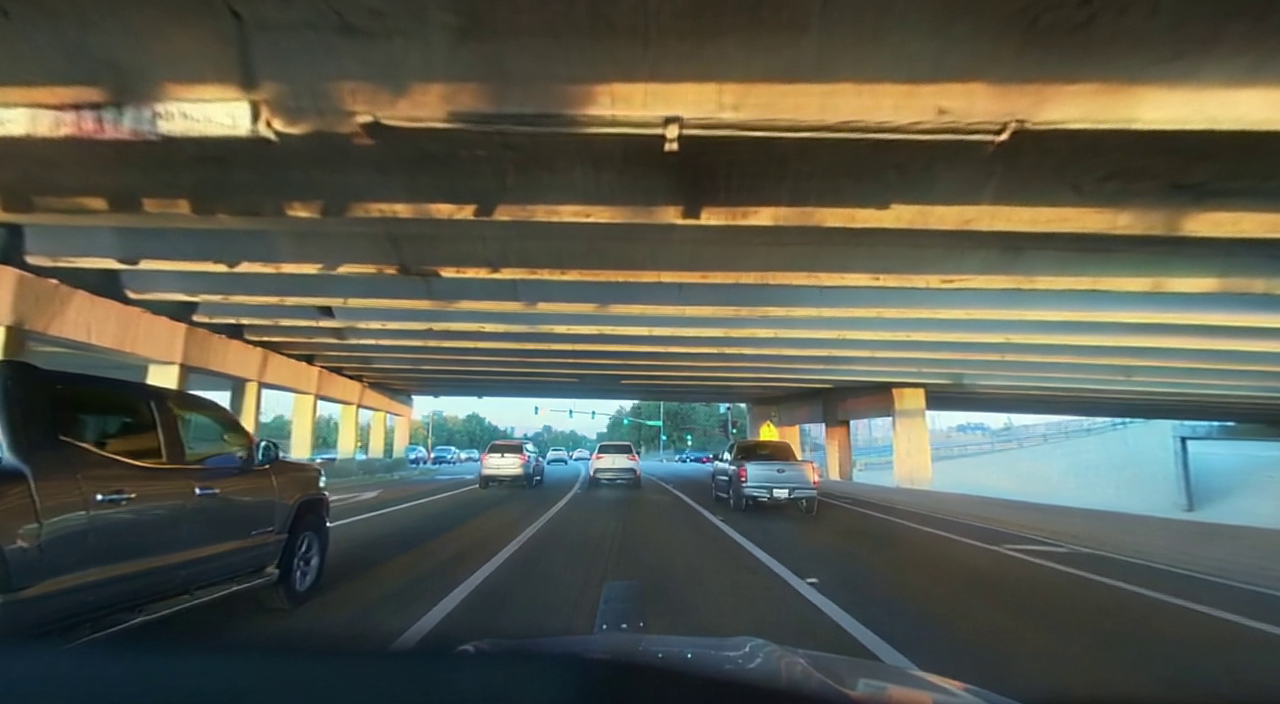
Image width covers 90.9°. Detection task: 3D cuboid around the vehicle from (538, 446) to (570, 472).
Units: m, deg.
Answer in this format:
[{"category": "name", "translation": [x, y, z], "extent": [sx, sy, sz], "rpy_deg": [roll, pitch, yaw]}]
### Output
[{"category": "vehicle", "translation": [-5.683, 7.095, 42.046], "extent": [1.829, 1.614, 3.611], "rpy_deg": [1, -8, -4]}]

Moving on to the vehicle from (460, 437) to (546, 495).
[{"category": "vehicle", "translation": [-4.449, 3.763, 21.189], "extent": [2.127, 1.720, 4.064], "rpy_deg": [0, -8, -2]}]

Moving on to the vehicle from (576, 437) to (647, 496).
[{"category": "vehicle", "translation": [-0.925, 3.722, 20.857], "extent": [2.097, 1.748, 3.794], "rpy_deg": [0, -8, -2]}]

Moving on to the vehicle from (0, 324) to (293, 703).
[{"category": "vehicle", "translation": [-3.748, 0.778, 2.548], "extent": [2.074, 1.814, 4.596], "rpy_deg": [0, -8, -1]}]

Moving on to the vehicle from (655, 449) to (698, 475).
[{"category": "vehicle", "translation": [2.137, 6.608, 38.107], "extent": [2.026, 1.457, 3.969], "rpy_deg": [1, -9, -5]}]

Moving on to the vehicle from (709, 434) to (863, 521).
[{"category": "vehicle", "translation": [3.242, 2.930, 15.420], "extent": [2.234, 1.720, 5.378], "rpy_deg": [0, -8, -3]}]
